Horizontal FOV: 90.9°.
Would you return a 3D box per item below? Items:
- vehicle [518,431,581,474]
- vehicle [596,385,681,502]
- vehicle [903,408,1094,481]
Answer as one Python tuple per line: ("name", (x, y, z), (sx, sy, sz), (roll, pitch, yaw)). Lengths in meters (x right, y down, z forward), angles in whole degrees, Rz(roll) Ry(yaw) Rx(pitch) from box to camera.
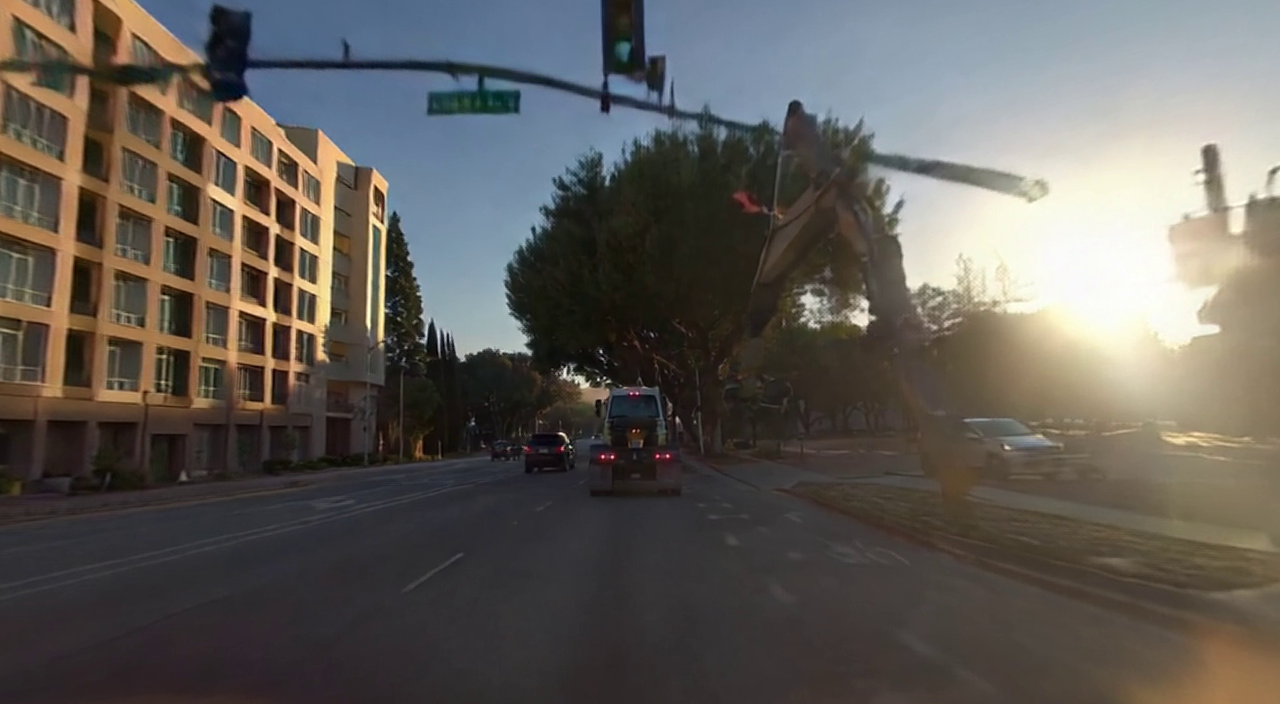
("vehicle", (-3.848, 4.366, 27.488), (2.081, 1.688, 4.235), (0, -9, 0))
("vehicle", (-0.230, 3.510, 24.489), (2.552, 3.461, 11.044), (0, -8, -2))
("vehicle", (10.066, 2.661, 18.299), (2.186, 1.783, 4.716), (0, -8, -10))
